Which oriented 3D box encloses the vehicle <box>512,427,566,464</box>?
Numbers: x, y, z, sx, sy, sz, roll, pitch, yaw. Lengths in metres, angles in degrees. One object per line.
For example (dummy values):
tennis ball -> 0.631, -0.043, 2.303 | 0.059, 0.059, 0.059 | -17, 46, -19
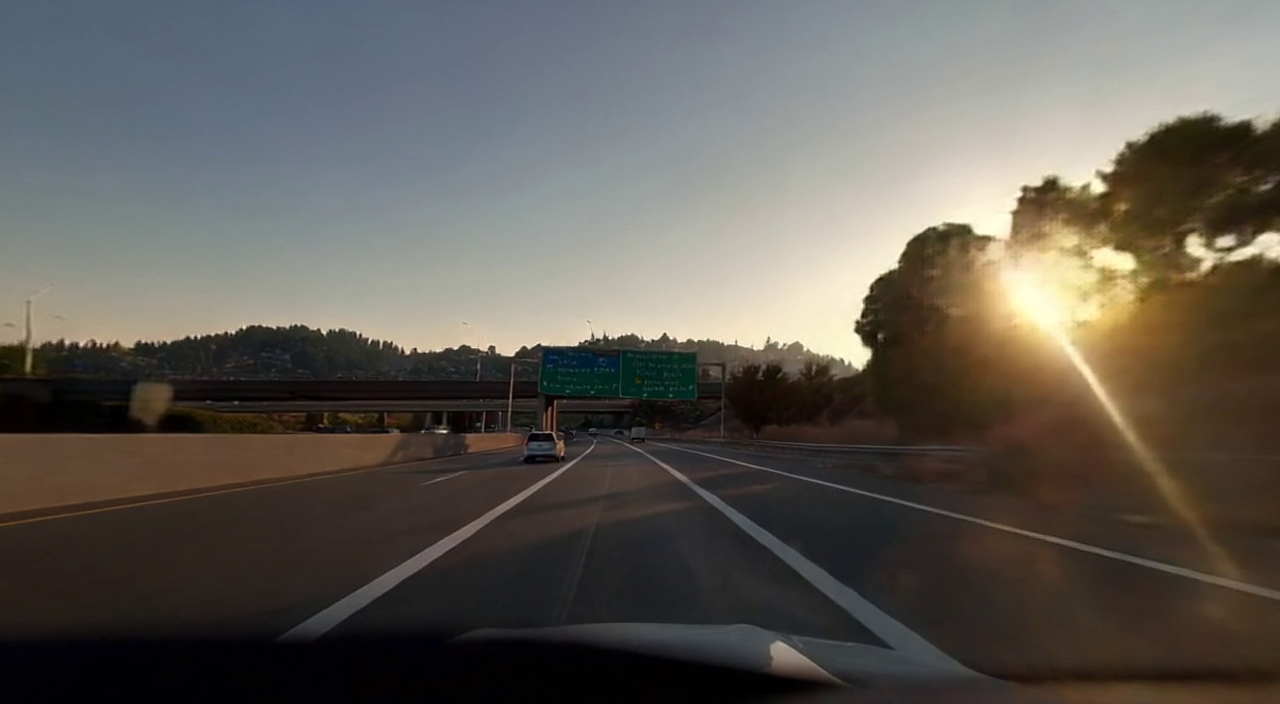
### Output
vehicle -> -4.516, 4.263, 28.784 | 1.878, 1.548, 3.966 | 0, -8, -1
